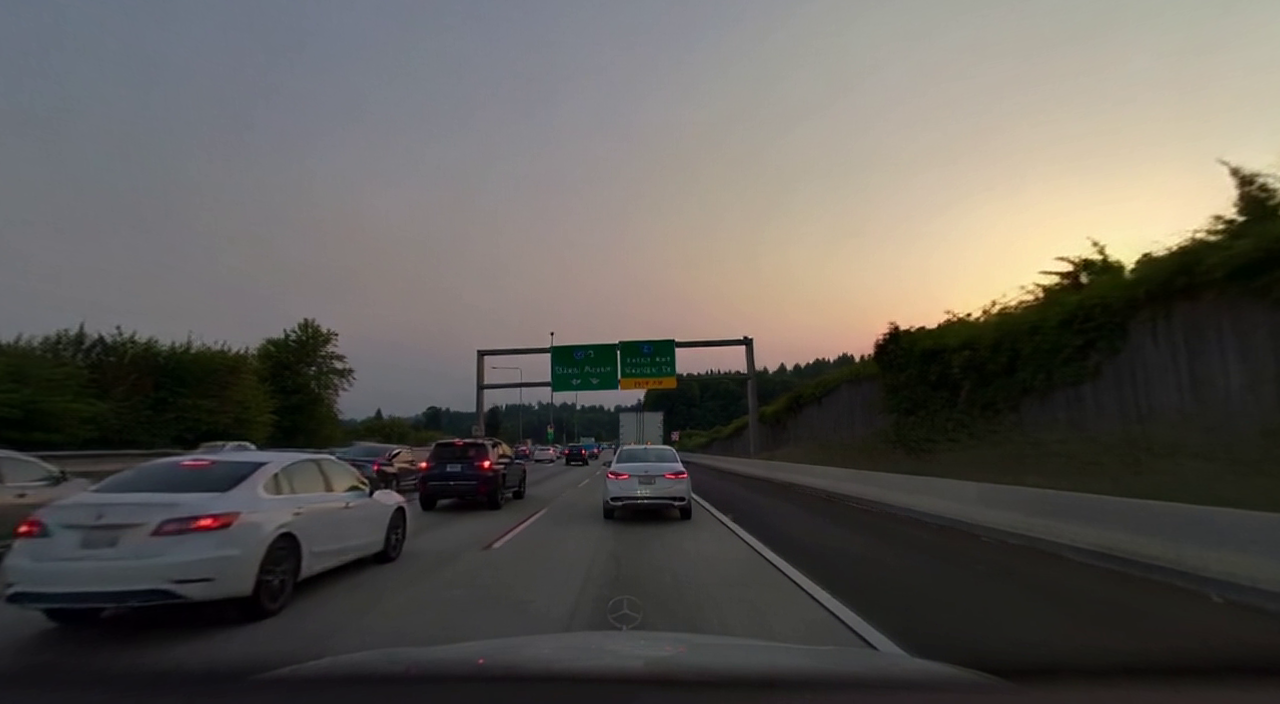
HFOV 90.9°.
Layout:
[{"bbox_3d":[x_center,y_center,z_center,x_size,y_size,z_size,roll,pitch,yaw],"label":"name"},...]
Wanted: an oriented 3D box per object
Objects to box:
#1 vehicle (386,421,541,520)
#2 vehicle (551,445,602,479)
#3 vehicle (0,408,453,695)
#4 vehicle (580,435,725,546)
[{"bbox_3d":[-3.675,2.591,14.193,2.051,1.829,4.736,0,-9,1],"label":"vehicle"},{"bbox_3d":[-2.880,5.124,29.509,1.998,1.466,3.684,0,-9,0],"label":"vehicle"},{"bbox_3d":[-3.342,1.389,5.552,1.980,1.491,4.340,0,-9,1],"label":"vehicle"},{"bbox_3d":[0.161,2.179,10.426,1.995,1.495,3.380,0,-9,0],"label":"vehicle"}]
